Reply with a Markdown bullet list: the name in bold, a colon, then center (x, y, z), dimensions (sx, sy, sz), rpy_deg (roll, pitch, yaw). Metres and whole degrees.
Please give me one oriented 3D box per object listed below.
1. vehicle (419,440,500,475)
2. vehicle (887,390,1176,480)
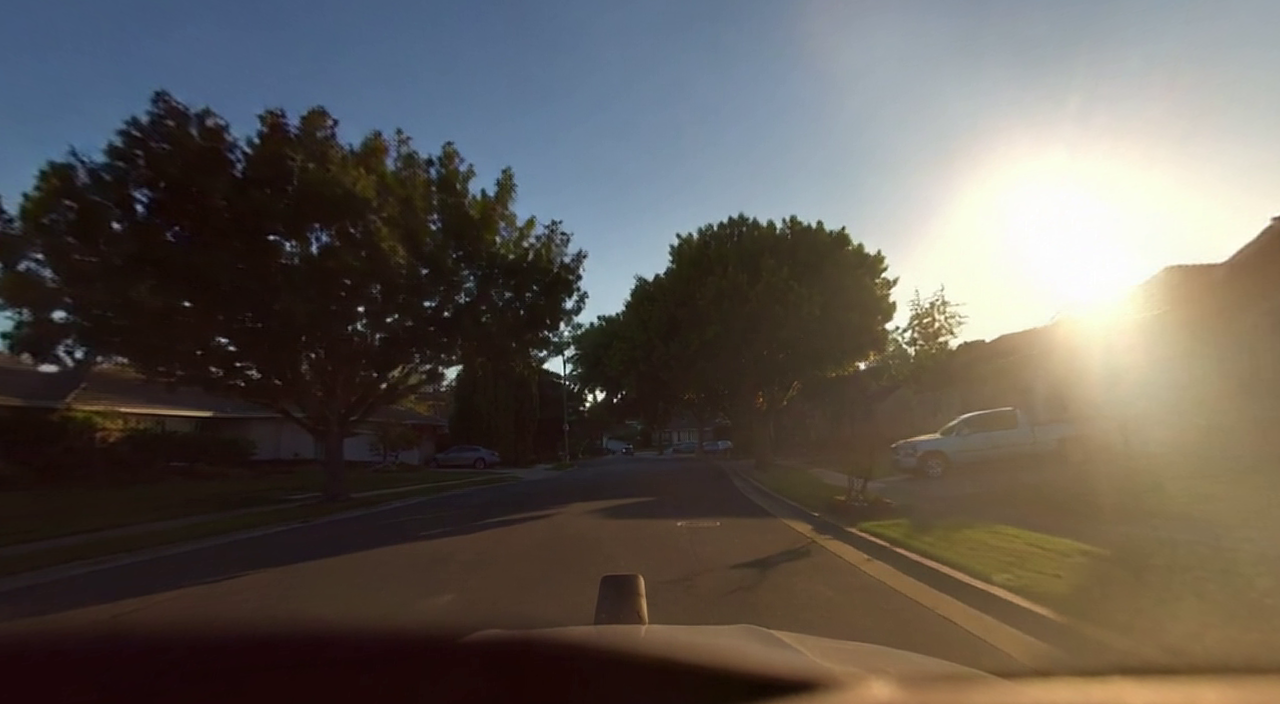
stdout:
- **vehicle**: center (-11.979, 7.054, 42.323), dimensions (5.045, 1.835, 2.315), rpy_deg (-2, -9, -13)
- **vehicle**: center (10.359, 2.291, 17.308), dimensions (6.053, 2.240, 2.582), rpy_deg (-1, -8, 4)
